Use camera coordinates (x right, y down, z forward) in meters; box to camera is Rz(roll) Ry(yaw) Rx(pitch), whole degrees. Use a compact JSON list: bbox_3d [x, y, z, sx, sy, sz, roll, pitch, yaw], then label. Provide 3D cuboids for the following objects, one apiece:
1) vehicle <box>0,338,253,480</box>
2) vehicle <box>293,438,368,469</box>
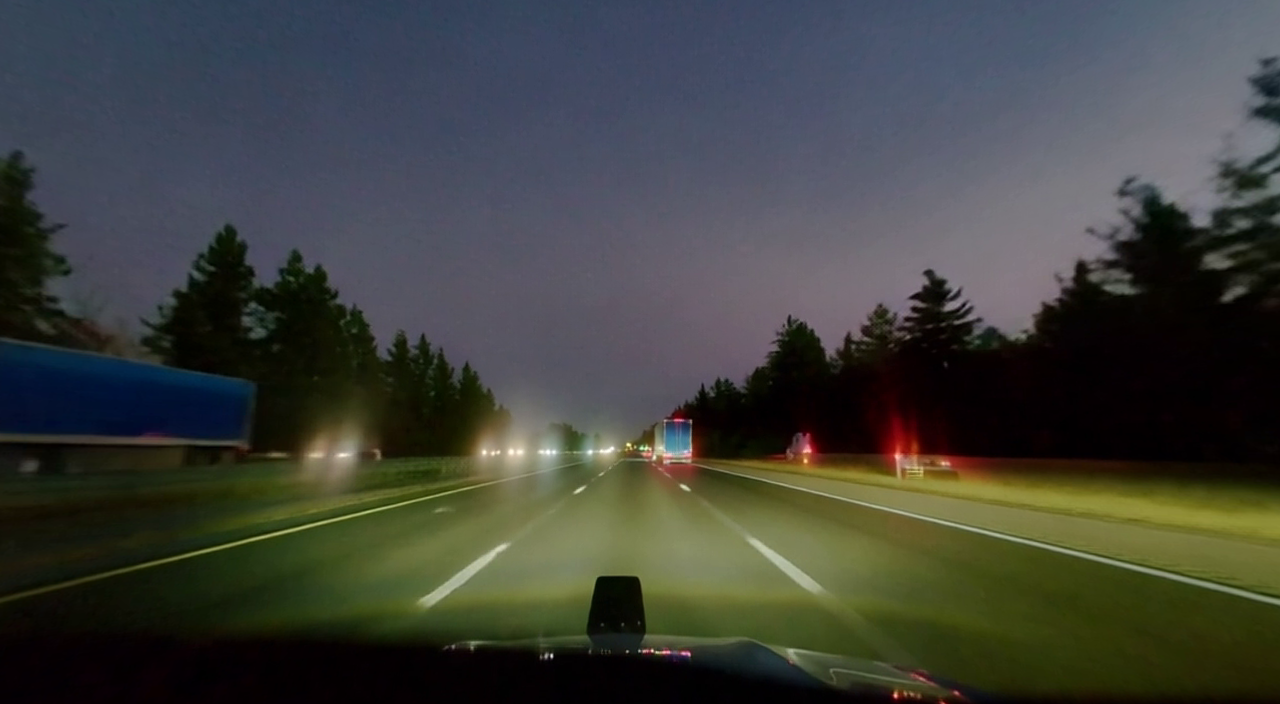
[{"bbox_3d":[-19.994,2.409,23.031,2.891,4.057,14.014,0,-9,0],"label":"vehicle"},{"bbox_3d":[-15.777,5.206,32.315,1.836,1.465,4.012,0,-9,-1],"label":"vehicle"}]
